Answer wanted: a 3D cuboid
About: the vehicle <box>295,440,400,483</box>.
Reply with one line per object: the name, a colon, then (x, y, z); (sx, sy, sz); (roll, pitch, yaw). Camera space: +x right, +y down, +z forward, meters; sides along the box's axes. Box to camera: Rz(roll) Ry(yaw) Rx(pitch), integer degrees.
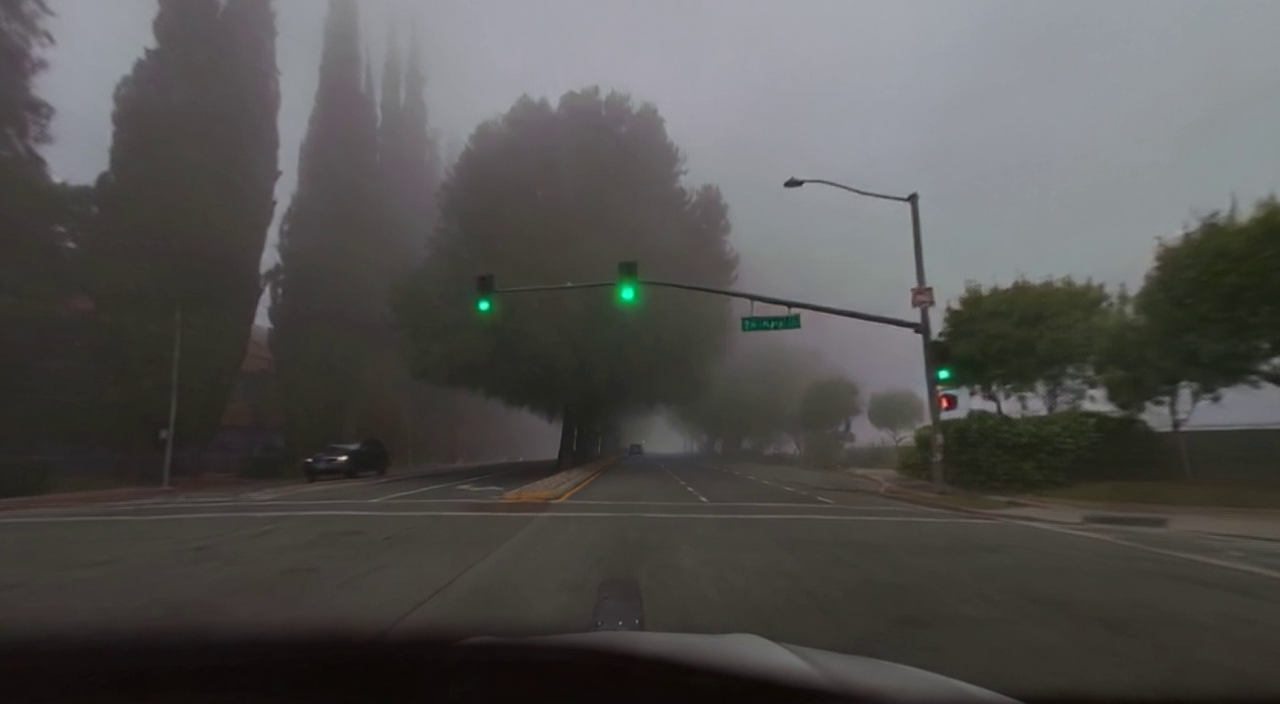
vehicle: (-15.076, 5.649, 33.084); (2.403, 2.039, 5.887); (-1, -8, 3)
